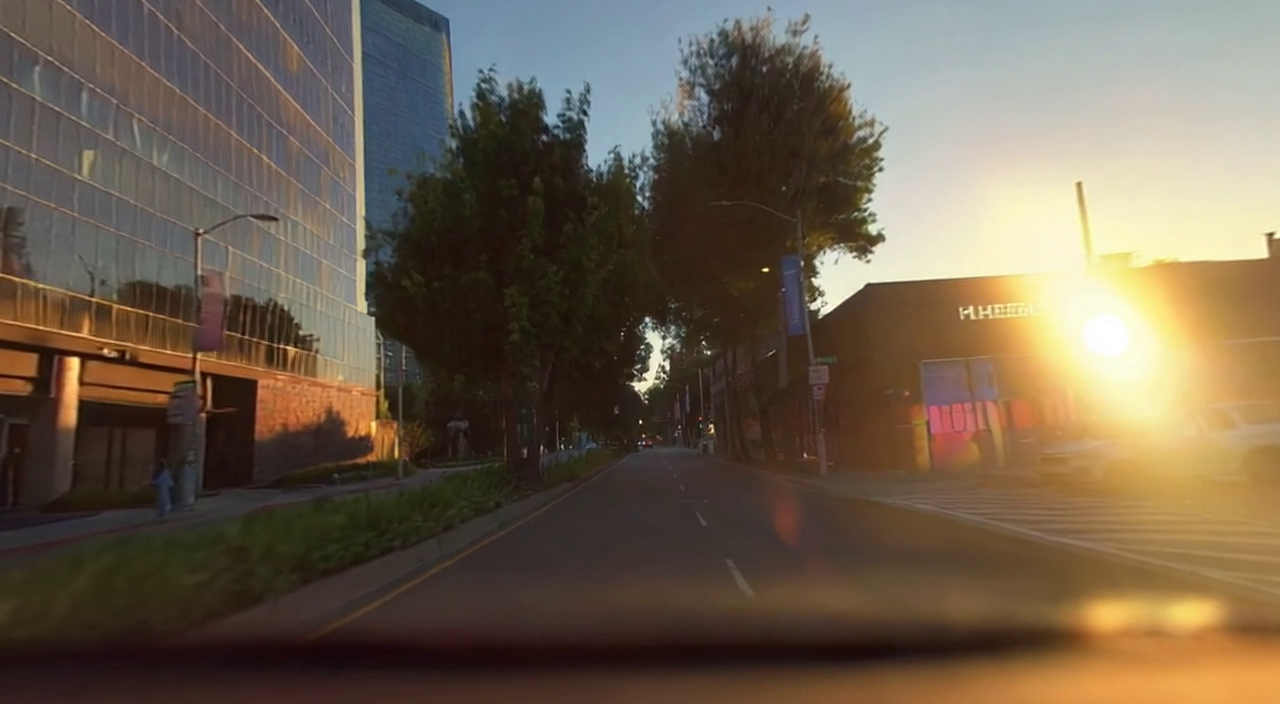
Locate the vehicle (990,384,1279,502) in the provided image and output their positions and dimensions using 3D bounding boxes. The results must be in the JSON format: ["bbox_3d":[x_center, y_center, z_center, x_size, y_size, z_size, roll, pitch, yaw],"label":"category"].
[{"bbox_3d":[9.201,1.602,11.171,4.694,1.826,2.226,-2,-8,11],"label":"vehicle"}]
